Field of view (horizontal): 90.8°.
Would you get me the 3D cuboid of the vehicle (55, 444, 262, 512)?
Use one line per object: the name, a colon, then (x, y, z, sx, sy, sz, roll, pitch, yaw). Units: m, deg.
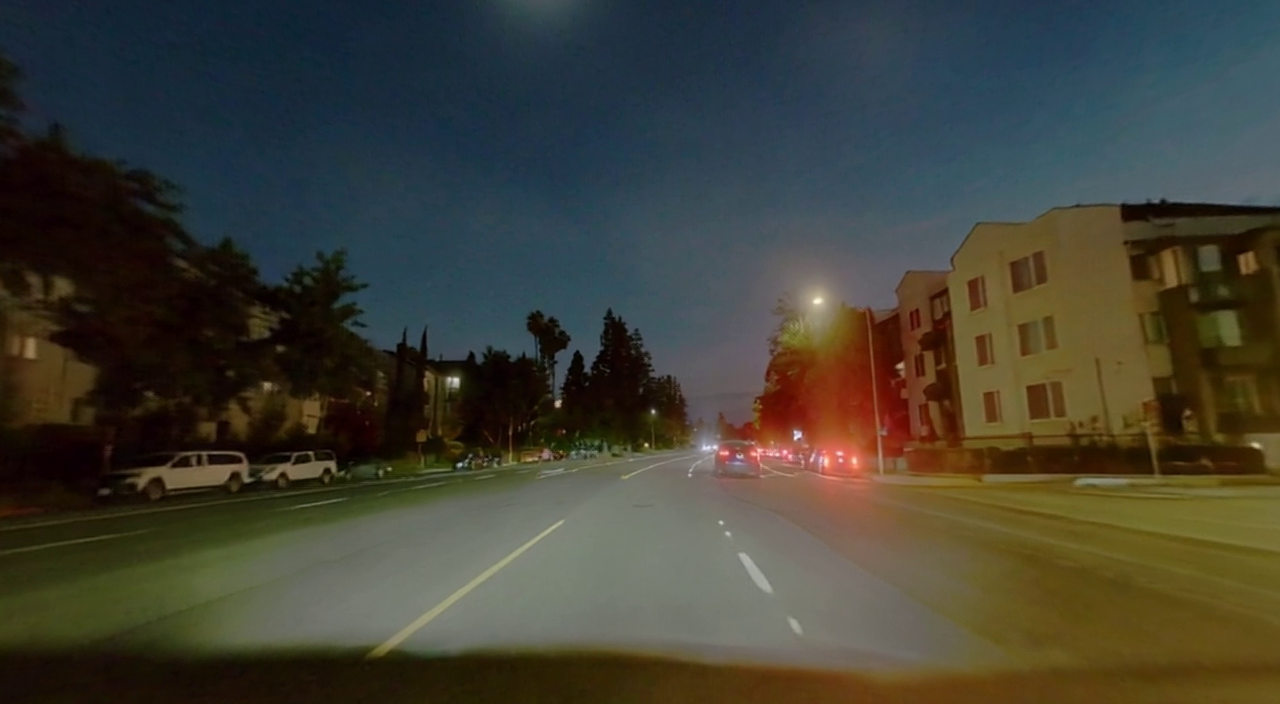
vehicle: (-16.605, 4.309, 22.452, 2.239, 1.926, 6.159, -2, -8, 4)

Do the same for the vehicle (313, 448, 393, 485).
vehicle: (-15.763, 6.254, 34.956, 2.014, 1.734, 4.651, -2, -8, 4)

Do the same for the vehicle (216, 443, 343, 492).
vehicle: (-16.347, 5.223, 29.155, 2.194, 2.022, 5.828, -1, -8, 3)

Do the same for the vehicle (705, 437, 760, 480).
vehicle: (4.118, 4.824, 28.932, 2.085, 1.763, 4.490, -1, -8, 3)

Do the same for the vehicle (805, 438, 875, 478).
vehicle: (11.173, 5.952, 35.828, 2.460, 2.002, 5.900, -1, -8, 5)
